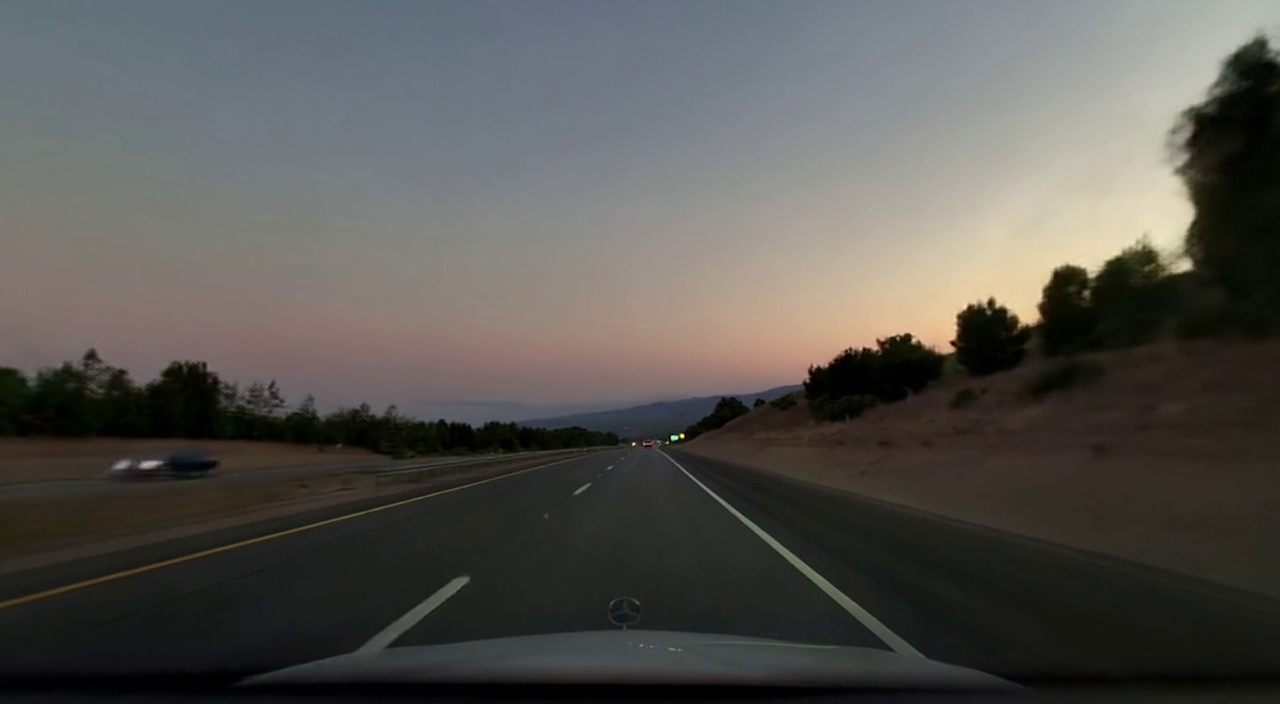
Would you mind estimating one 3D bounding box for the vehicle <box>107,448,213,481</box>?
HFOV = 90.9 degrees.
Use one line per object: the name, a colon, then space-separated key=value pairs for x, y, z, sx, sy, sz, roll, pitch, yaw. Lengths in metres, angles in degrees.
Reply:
vehicle: x=-22.050 y=5.153 z=29.175 sx=1.834 sy=1.393 sz=3.869 roll=0 pitch=-8 yaw=0
